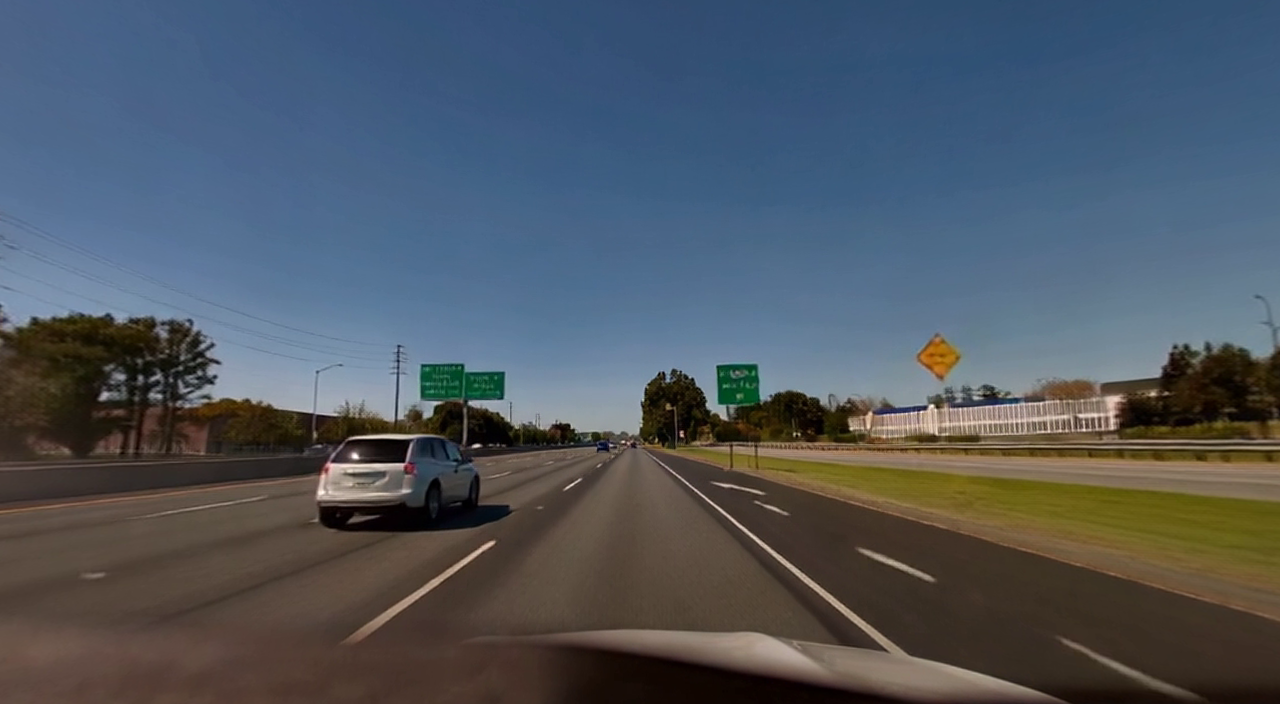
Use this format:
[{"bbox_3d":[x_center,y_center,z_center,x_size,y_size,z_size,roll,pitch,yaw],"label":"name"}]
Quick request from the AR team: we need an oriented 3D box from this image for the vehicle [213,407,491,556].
[{"bbox_3d":[-4.006,1.884,9.961,2.150,1.761,4.697,0,-8,0],"label":"vehicle"}]
